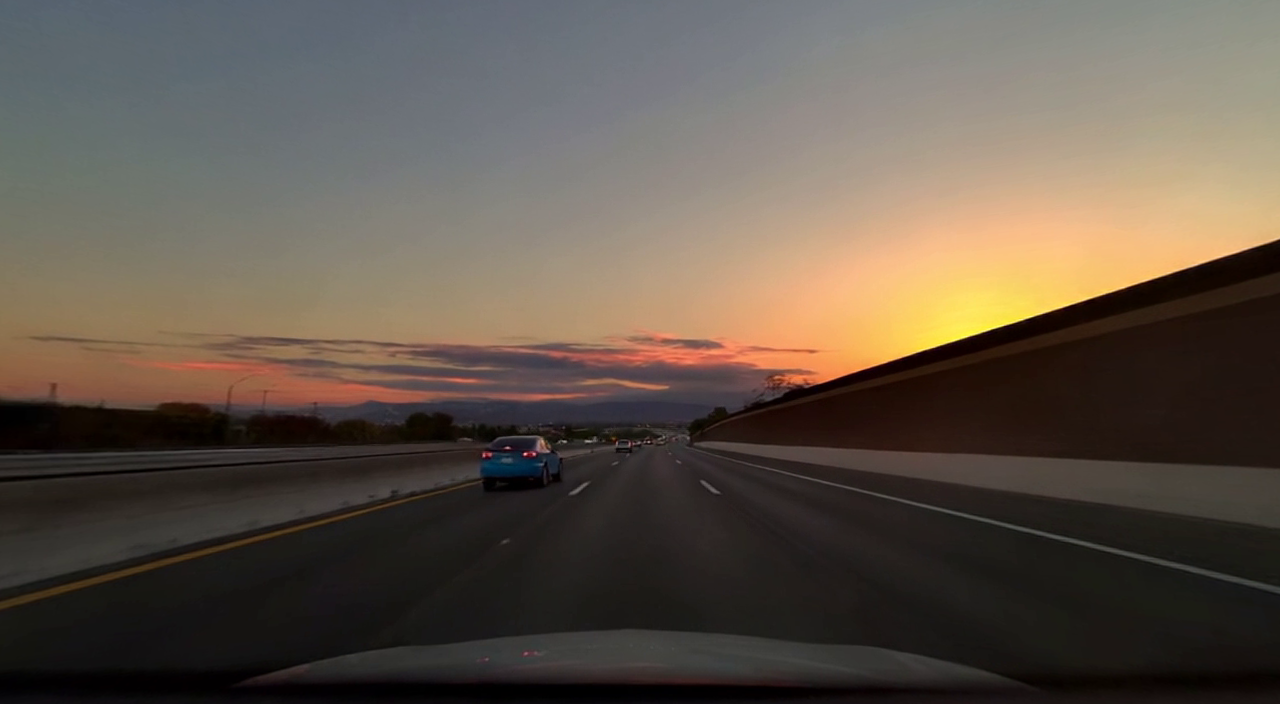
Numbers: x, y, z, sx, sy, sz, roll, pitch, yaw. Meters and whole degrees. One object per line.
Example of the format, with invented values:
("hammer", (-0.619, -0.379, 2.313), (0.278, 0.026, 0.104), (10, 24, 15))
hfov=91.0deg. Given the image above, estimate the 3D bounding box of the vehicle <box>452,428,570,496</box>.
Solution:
("vehicle", (-3.312, 2.946, 17.272), (2.053, 1.587, 4.855), (0, -8, 2))
